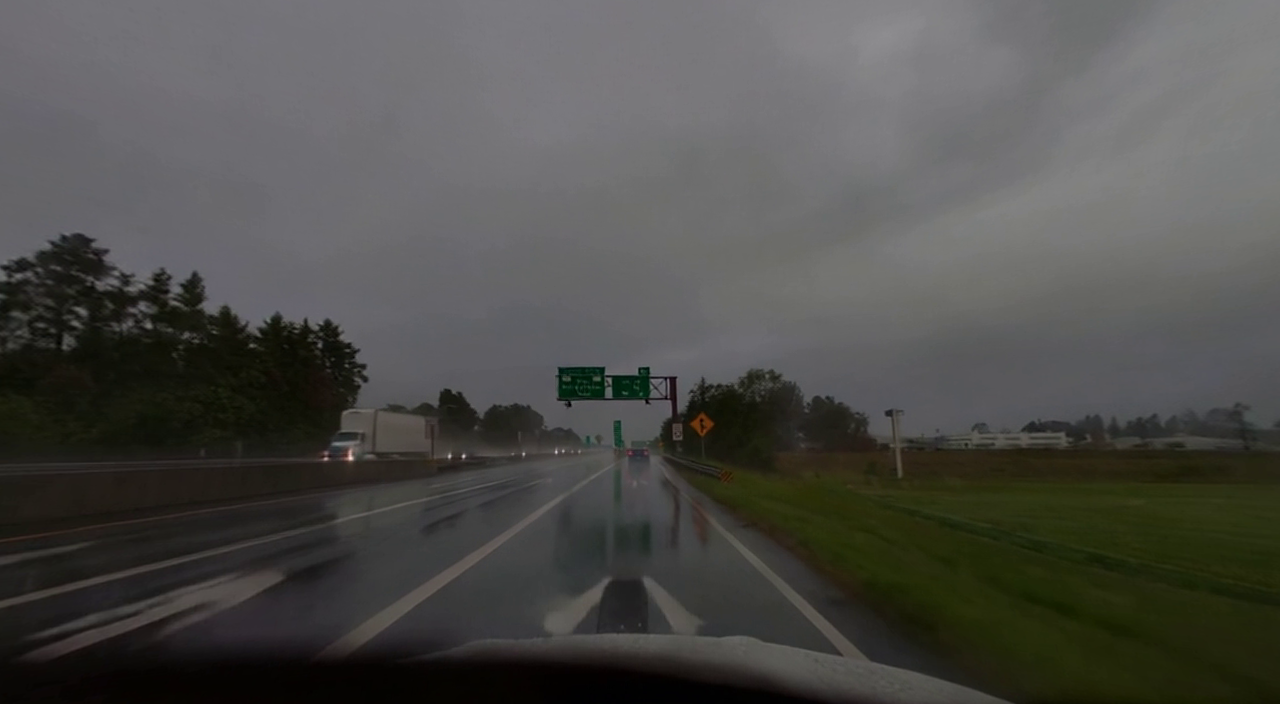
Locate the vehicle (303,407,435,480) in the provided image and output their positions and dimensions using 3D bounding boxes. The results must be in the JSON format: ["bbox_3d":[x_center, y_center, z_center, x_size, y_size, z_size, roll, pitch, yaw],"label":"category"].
[{"bbox_3d":[-14.982,5.292,36.112,2.988,3.568,10.170,0,-9,0],"label":"vehicle"}]

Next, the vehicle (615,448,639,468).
[{"bbox_3d":[-1.001,8.320,49.561,1.807,1.427,3.645,0,-9,-1],"label":"vehicle"}]
